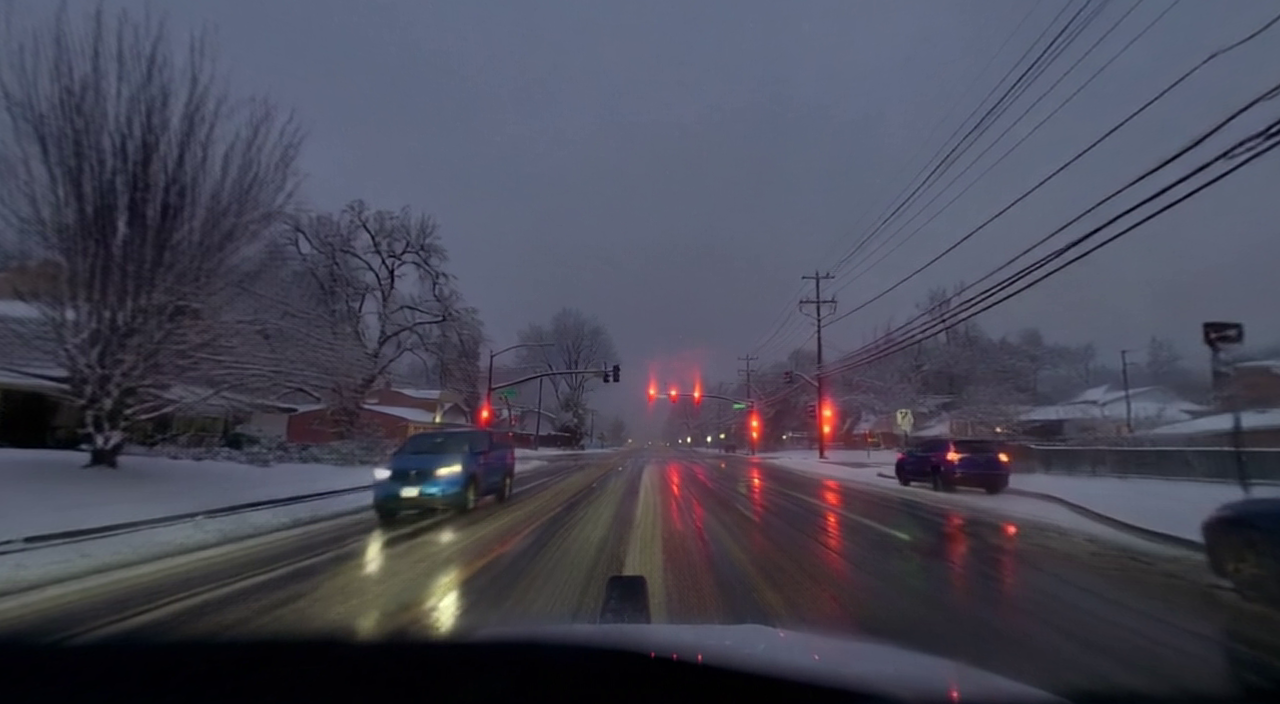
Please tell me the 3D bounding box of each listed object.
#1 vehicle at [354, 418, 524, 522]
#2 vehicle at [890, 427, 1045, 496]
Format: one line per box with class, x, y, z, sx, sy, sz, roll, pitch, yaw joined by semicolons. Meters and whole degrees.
vehicle;-3.950;2.419;13.471;2.012;1.778;4.990;0;-8;-1
vehicle;9.530;3.232;18.967;2.170;1.771;4.908;0;-8;2
